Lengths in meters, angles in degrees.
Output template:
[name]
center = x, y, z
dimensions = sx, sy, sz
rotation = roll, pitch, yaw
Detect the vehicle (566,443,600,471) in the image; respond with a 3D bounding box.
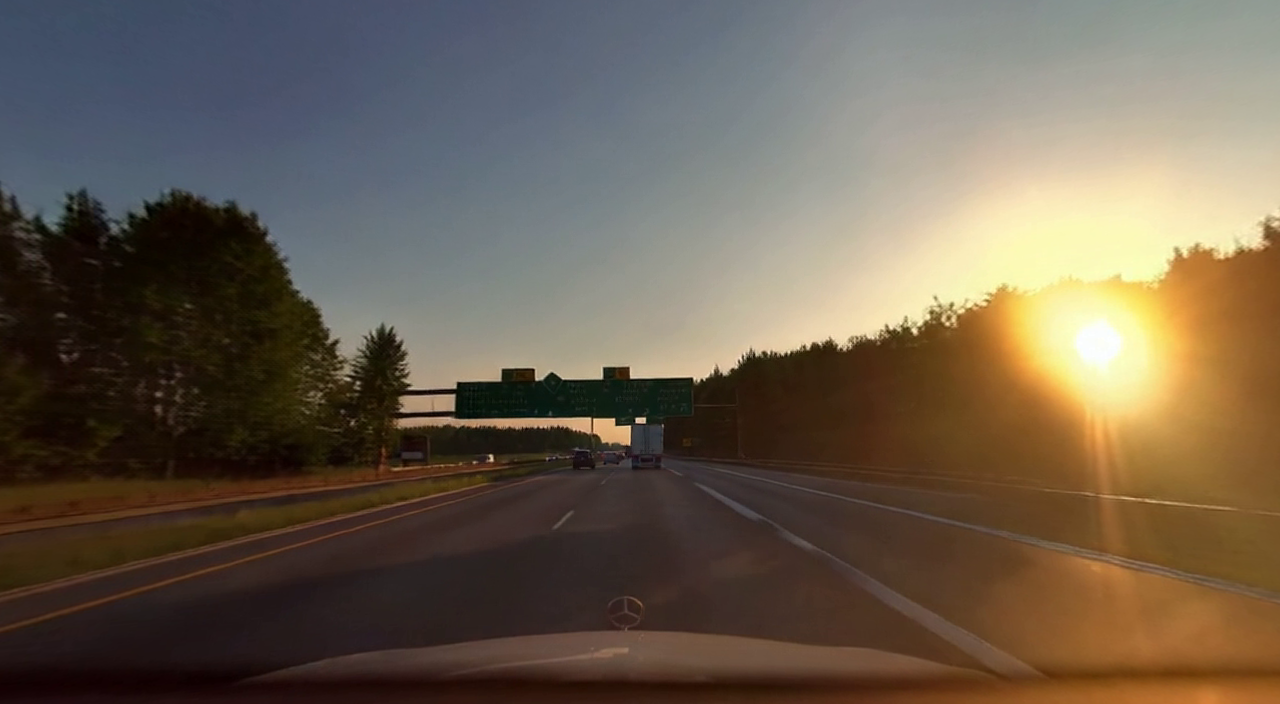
[vehicle]
center = -4.298, 8.051, 48.412
dimensions = 2.168, 1.980, 4.622
rotation = 0, -9, 0
